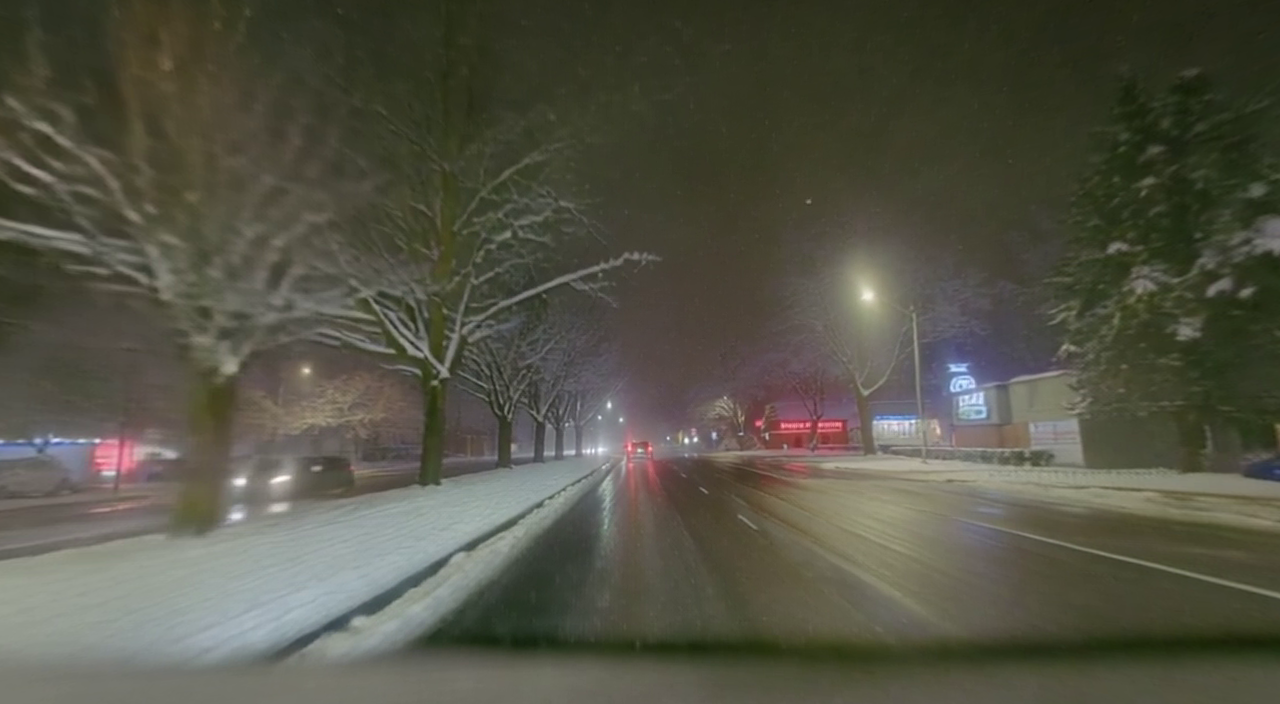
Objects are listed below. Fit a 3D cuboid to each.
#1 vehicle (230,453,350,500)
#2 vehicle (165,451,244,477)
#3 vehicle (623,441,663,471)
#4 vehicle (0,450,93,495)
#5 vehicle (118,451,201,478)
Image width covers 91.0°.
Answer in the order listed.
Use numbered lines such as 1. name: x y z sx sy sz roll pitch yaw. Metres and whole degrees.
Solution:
1. vehicle: -12.489 4.436 22.830 1.833 1.469 4.343 0 -9 0
2. vehicle: -31.171 8.011 45.258 1.952 1.729 5.170 0 -8 0
3. vehicle: 0.123 5.471 33.319 1.998 1.452 3.773 0 -8 -1
4. vehicle: -28.194 5.492 29.105 2.061 1.871 5.360 2 -9 -14
5. vehicle: -34.379 8.055 45.237 2.034 1.742 4.830 0 -8 1
